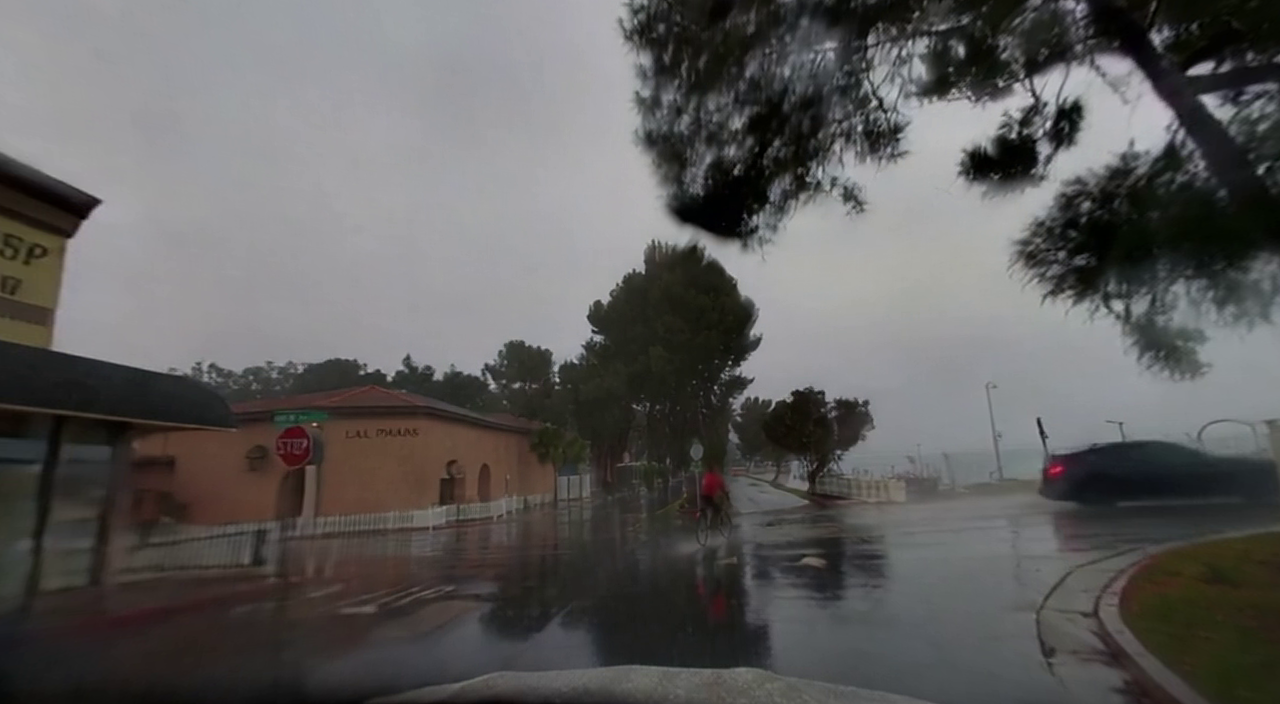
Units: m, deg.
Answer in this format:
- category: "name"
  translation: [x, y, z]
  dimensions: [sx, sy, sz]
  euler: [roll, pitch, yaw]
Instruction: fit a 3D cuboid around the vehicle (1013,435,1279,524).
- category: "vehicle"
  translation: [10.379, 2.348, 11.983]
  dimensions: [5.323, 1.479, 2.112]
  euler: [-3, -9, 21]
